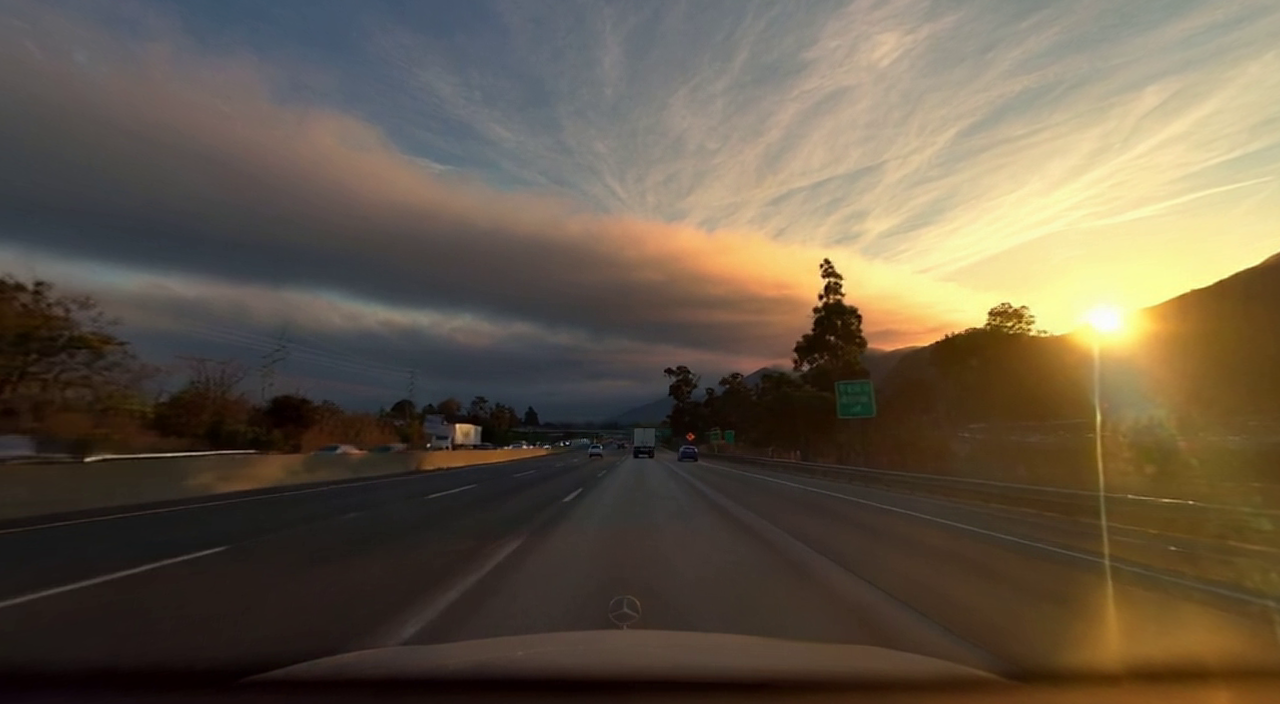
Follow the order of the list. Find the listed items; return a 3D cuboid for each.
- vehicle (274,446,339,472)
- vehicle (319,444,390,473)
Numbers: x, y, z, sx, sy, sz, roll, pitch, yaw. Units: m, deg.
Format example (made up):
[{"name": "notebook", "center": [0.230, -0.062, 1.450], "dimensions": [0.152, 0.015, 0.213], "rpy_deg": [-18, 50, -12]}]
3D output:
[{"name": "vehicle", "center": [-19.588, 6.268, 37.121], "dimensions": [1.809, 1.422, 3.660], "rpy_deg": [1, -8, 0]}, {"name": "vehicle", "center": [-15.993, 5.948, 35.456], "dimensions": [2.131, 1.493, 3.900], "rpy_deg": [0, -9, 0]}]
